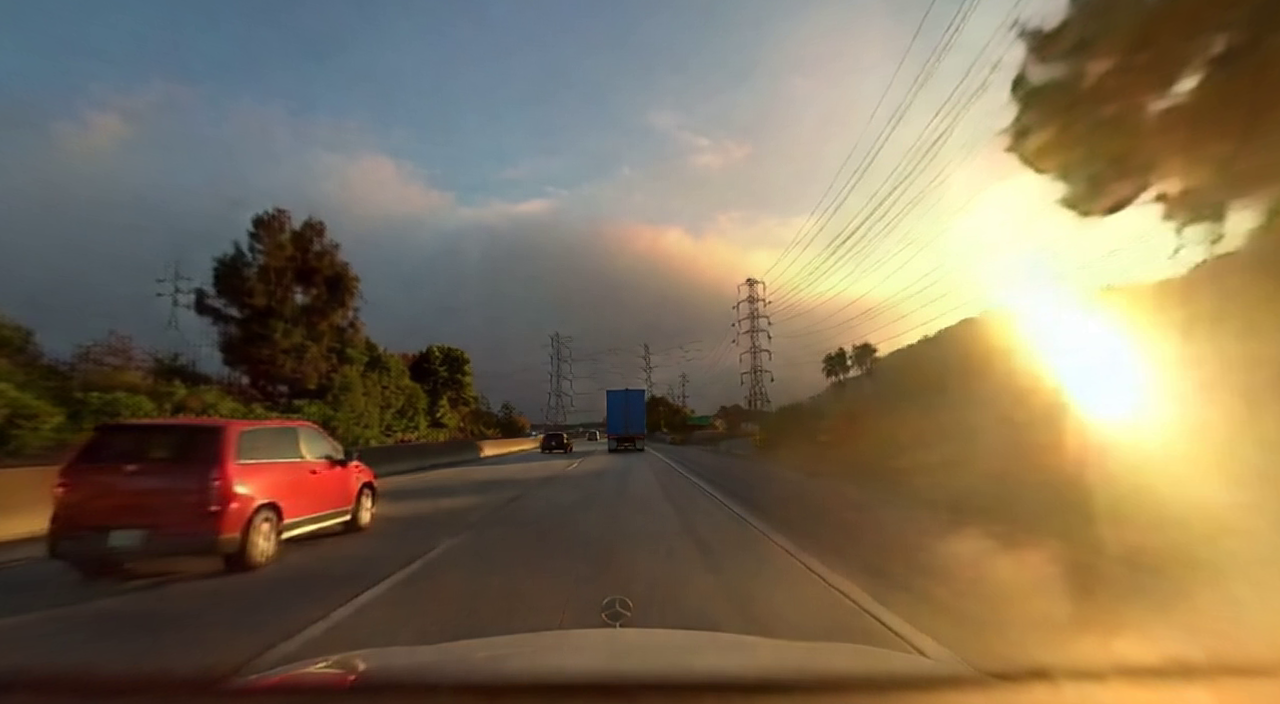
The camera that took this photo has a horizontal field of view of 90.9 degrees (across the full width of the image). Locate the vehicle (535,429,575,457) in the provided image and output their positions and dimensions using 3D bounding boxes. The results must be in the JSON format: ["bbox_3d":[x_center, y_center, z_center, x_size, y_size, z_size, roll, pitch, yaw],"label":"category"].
[{"bbox_3d":[-5.048,5.466,38.084,1.934,1.549,4.194,0,-8,-2],"label":"vehicle"}]

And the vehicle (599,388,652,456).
[{"bbox_3d":[-0.955,4.597,40.666,2.955,3.851,9.915,0,-8,-1],"label":"vehicle"}]

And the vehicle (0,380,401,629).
[{"bbox_3d":[-4.351,1.290,6.417,2.117,1.618,4.480,0,-8,-1],"label":"vehicle"}]
